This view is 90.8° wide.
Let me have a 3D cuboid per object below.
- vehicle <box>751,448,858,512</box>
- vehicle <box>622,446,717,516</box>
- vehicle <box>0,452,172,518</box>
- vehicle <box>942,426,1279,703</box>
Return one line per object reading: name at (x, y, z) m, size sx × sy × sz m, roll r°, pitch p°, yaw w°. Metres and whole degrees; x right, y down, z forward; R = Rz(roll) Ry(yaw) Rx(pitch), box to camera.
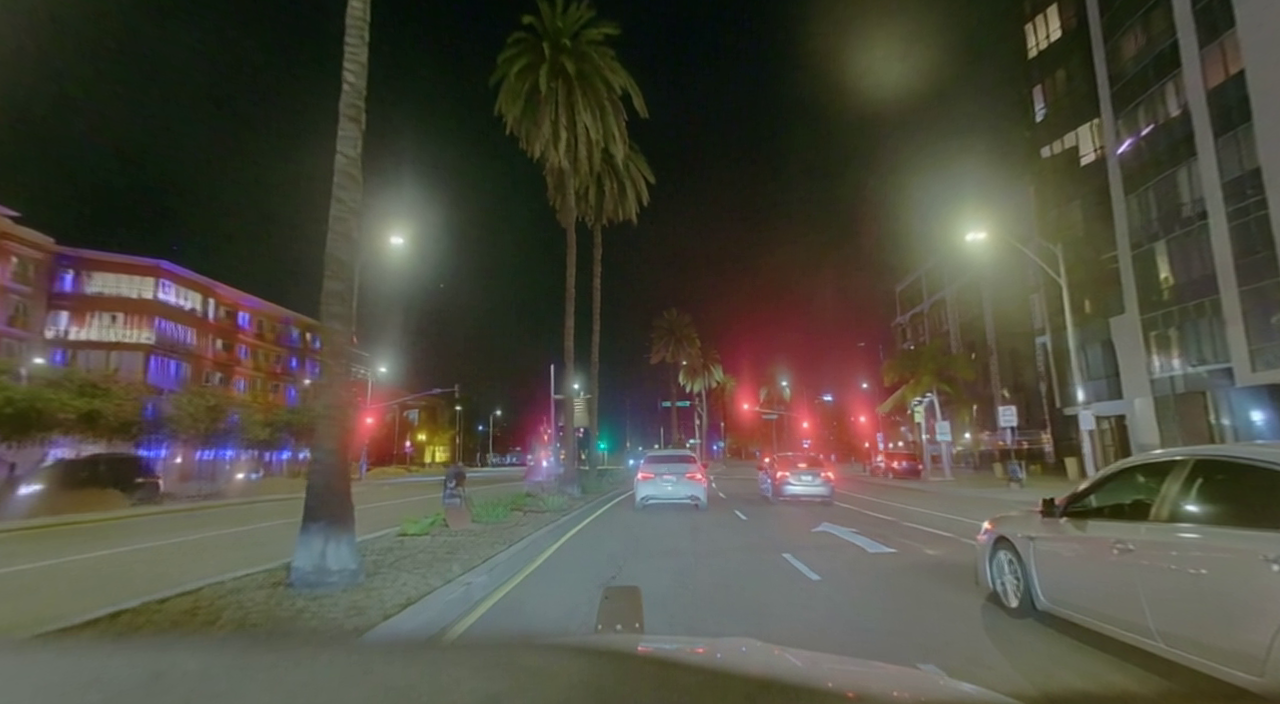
vehicle at (4.287, 3.389, 17.244) m, size 1.920 × 1.490 × 4.417 m, roll -1°, pitch -9°, yaw 3°
vehicle at (0.782, 3.090, 15.628) m, size 2.078 × 1.503 × 3.681 m, roll -1°, pitch -9°, yaw 5°
vehicle at (-16.923, 3.841, 18.868) m, size 2.078 × 1.662 × 4.436 m, roll -2°, pitch -9°, yaw 9°
vehicle at (3.732, 1.209, 3.695) m, size 1.913 × 1.469 × 4.425 m, roll -1°, pitch -9°, yaw 3°
